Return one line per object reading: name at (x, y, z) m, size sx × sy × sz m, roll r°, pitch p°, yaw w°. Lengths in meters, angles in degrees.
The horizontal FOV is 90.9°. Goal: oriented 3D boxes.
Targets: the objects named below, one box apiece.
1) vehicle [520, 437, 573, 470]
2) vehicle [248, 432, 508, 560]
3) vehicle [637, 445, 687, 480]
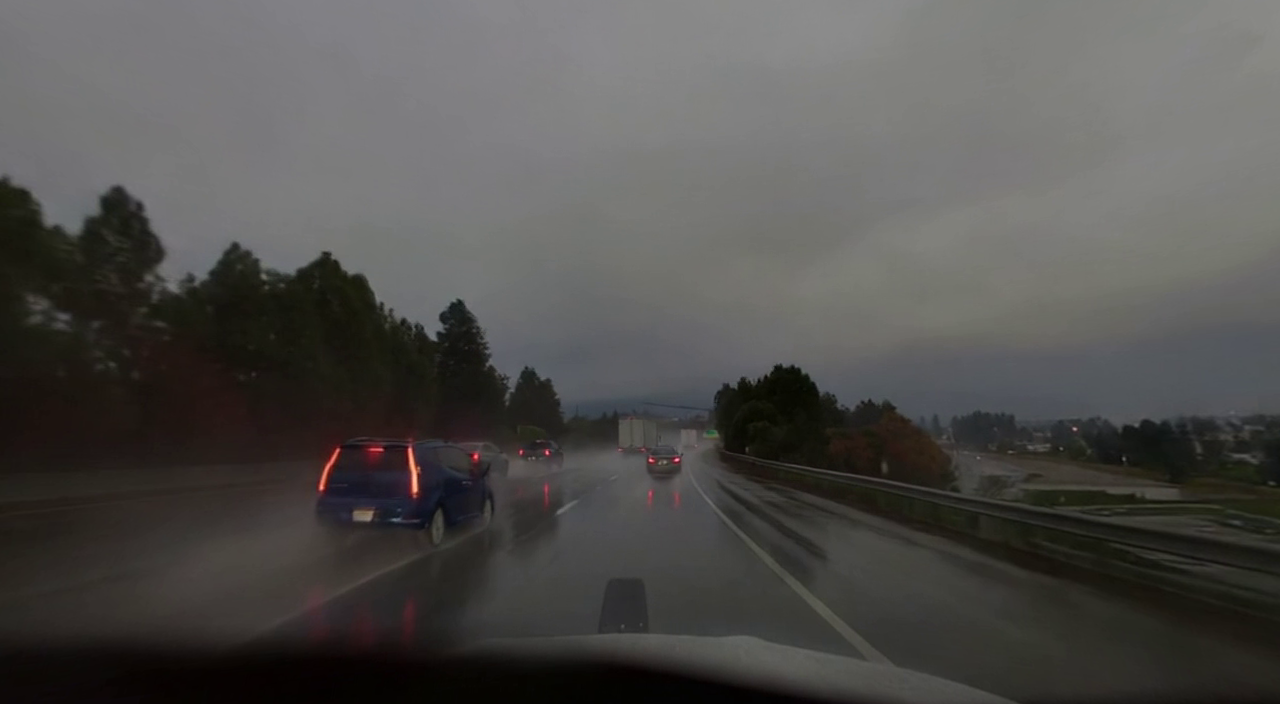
vehicle at (-5.614, 6.203, 38.627) m, size 2.142 × 1.833 × 4.854 m, roll -1°, pitch -9°, yaw 5°
vehicle at (-3.571, 2.043, 9.765) m, size 1.916 × 1.486 × 4.631 m, roll 0°, pitch -9°, yaw 2°
vehicle at (0.968, 4.681, 26.865) m, size 1.984 × 1.365 × 3.767 m, roll 0°, pitch -9°, yaw 3°
